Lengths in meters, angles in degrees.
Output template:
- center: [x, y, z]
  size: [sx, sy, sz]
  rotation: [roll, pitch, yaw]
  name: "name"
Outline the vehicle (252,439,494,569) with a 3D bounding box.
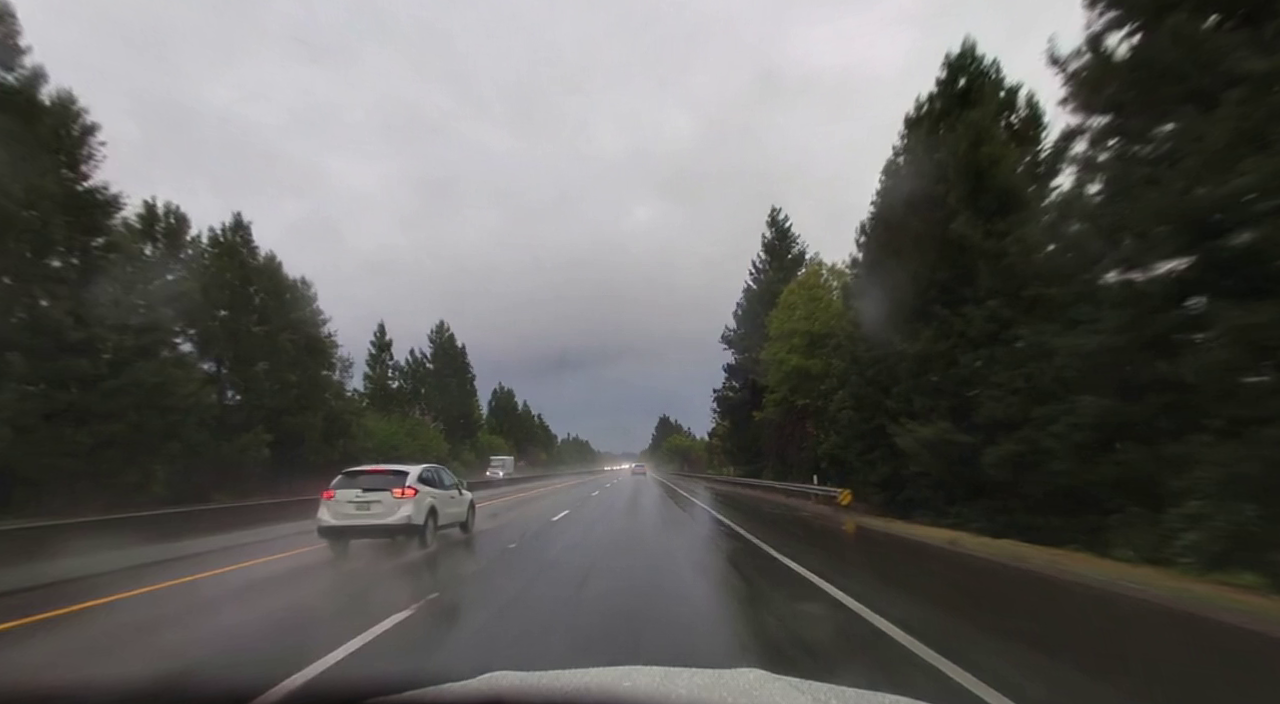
- center: [-3.799, 2.265, 9.934]
  size: [1.900, 1.550, 4.146]
  rotation: [1, -10, 1]
  name: "vehicle"
